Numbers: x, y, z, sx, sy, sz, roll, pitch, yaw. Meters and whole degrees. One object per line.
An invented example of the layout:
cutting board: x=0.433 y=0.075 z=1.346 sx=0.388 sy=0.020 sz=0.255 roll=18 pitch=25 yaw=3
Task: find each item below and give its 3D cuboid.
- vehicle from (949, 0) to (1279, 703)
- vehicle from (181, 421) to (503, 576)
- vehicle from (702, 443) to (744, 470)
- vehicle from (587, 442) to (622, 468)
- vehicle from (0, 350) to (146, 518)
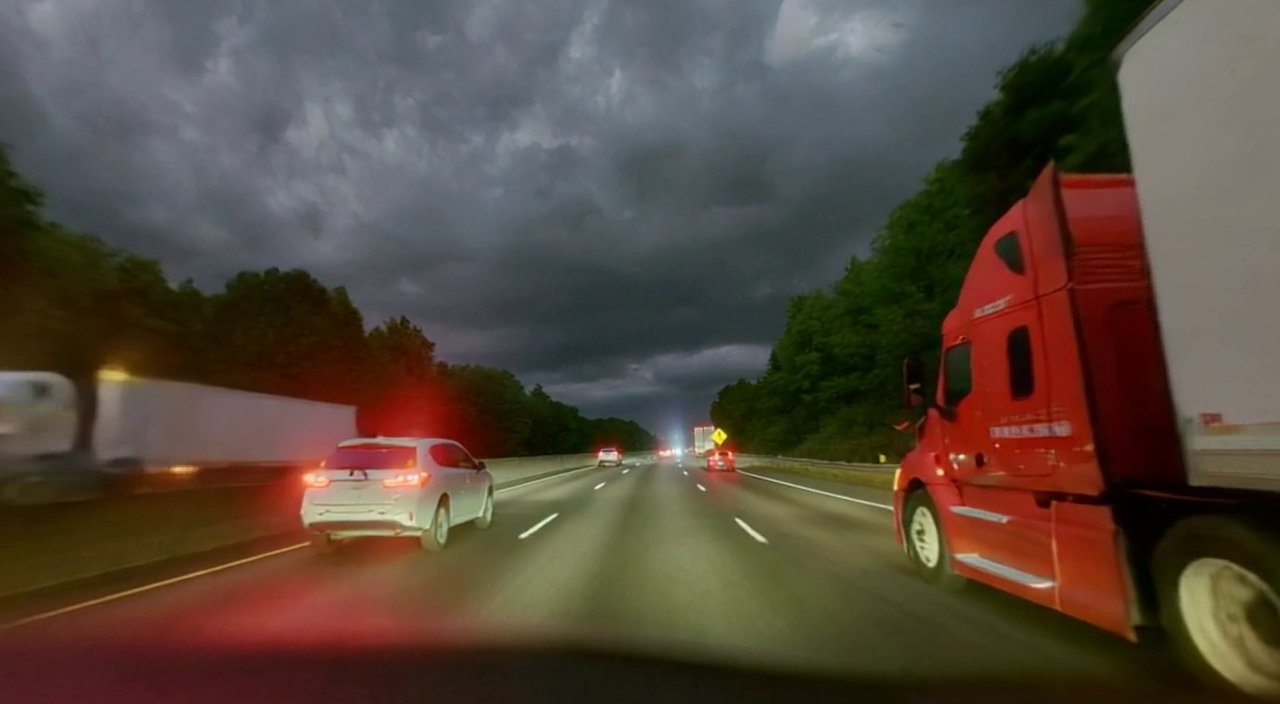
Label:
vehicle: x=4.385 y=-0.110 z=2.844 sx=2.976 sy=3.886 sz=5.835 roll=0 pitch=-9 yaw=1
vehicle: x=-3.513 y=1.845 z=8.765 sx=2.085 sy=1.530 sz=4.809 roll=0 pitch=-9 yaw=0
vehicle: x=5.180 y=6.583 z=39.704 sx=2.176 sy=1.598 sz=3.878 roll=0 pitch=-9 yaw=1
vehicle: x=-2.377 y=7.041 z=43.229 sx=2.017 sy=1.683 sz=4.309 roll=0 pitch=-9 yaw=2
vehicle: x=-15.679 y=1.938 z=14.718 sx=3.109 sy=3.685 sz=5.956 roll=0 pitch=-9 yaw=1
